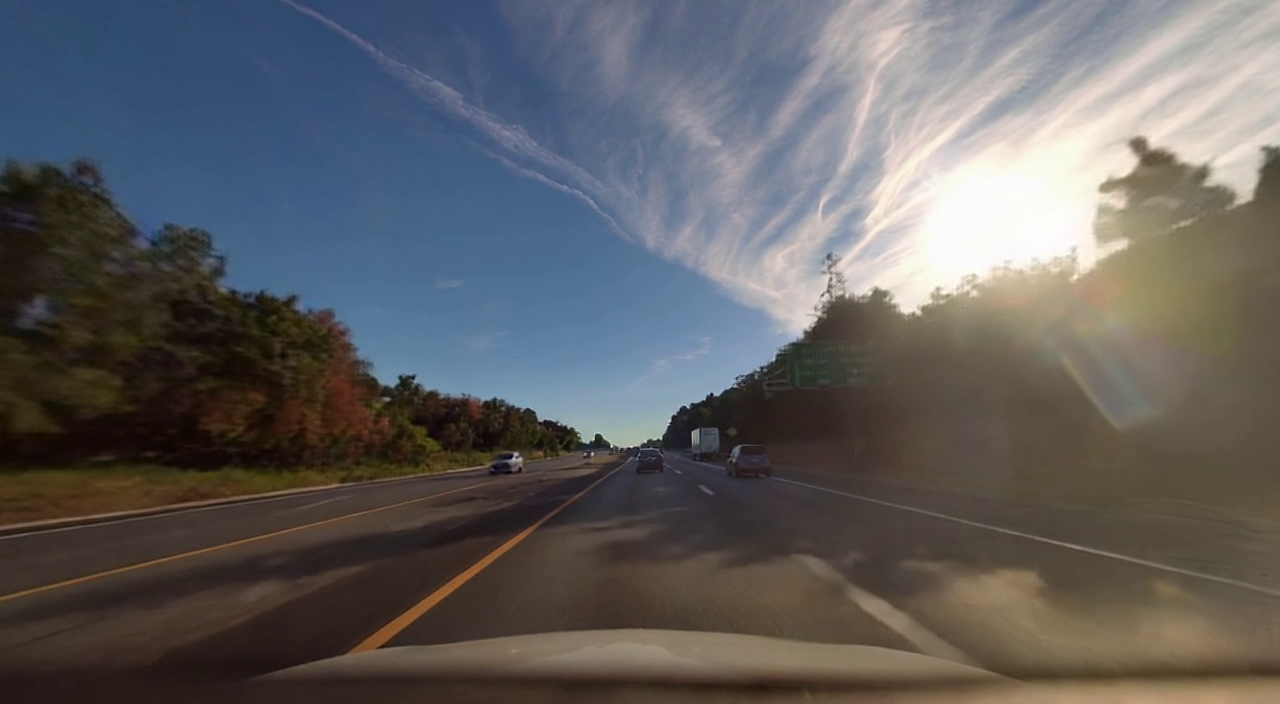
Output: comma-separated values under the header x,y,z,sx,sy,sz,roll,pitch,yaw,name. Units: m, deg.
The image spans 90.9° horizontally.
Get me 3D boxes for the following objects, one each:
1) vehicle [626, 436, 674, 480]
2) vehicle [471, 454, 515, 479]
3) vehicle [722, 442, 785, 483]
x,y,z,sx,sy,sz,roll,pitch,yaw,name
0.446,5.039,30.209,2.143,1.925,4.101,0,-9,0,vehicle
-9.488,7.407,41.064,1.827,1.488,4.455,0,-9,0,vehicle
4.598,4.547,26.120,1.868,1.566,3.509,0,-9,-1,vehicle
